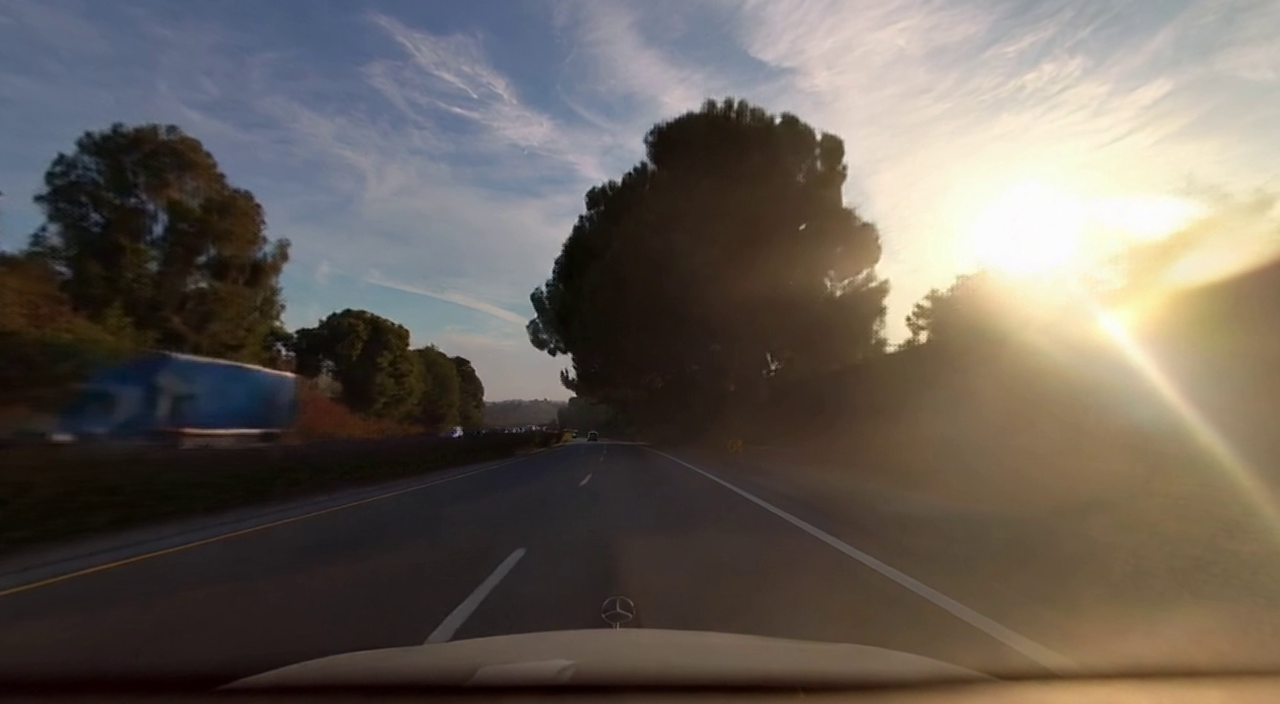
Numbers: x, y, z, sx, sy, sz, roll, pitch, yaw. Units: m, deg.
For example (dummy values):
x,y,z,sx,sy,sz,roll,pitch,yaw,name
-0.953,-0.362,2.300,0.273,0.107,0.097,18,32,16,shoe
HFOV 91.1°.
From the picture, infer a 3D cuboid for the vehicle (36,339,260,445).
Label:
x,y,z,sx,sy,sz,roll,pitch,yaw,name
-16.615,1.601,21.991,2.641,3.191,6.392,0,-8,-1,vehicle
